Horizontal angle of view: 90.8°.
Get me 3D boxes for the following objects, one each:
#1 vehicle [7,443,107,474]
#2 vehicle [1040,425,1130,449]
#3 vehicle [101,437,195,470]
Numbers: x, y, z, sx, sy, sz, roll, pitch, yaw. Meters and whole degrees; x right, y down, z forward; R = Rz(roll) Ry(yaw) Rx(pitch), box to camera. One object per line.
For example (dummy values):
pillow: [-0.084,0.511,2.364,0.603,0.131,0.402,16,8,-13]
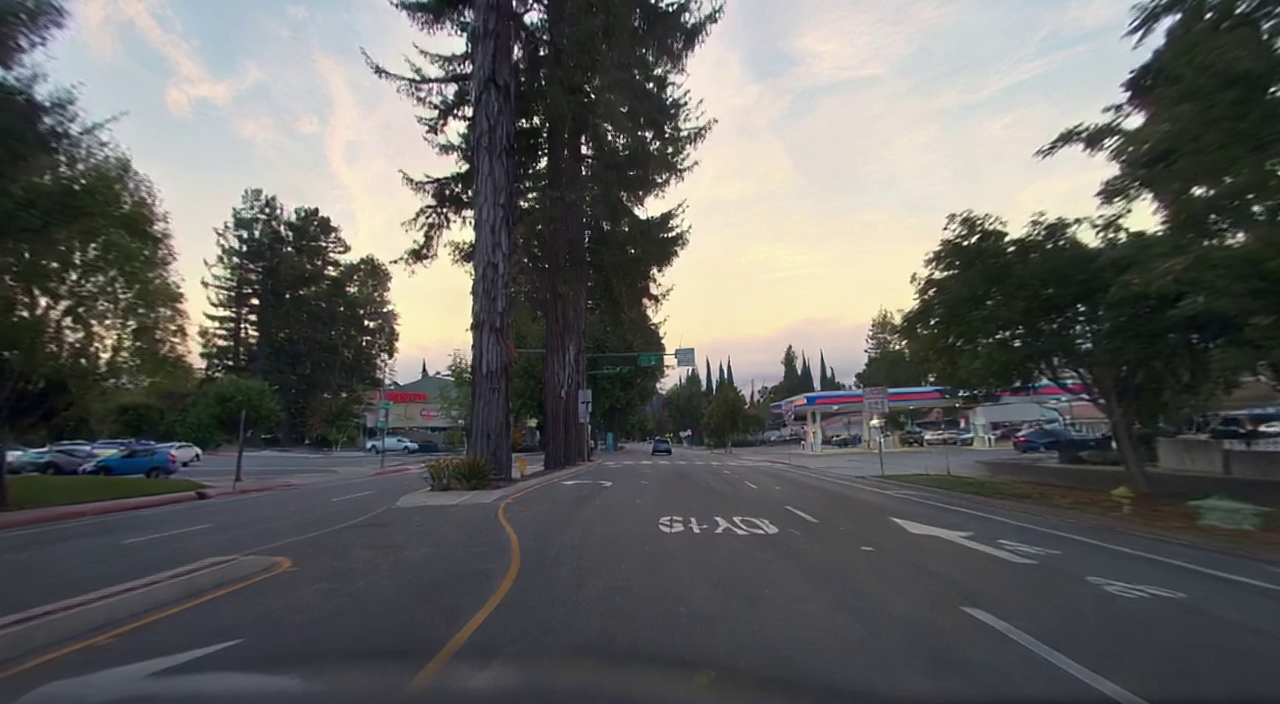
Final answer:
vehicle: [-33.888,6.177,36.759,4.185,1.504,1.956,-4,-8,6]
vehicle: [29.603,5.706,42.108,1.885,1.446,4.469,8,-12,-42]
vehicle: [-32.700,6.739,42.029,4.847,1.872,2.114,-3,-7,8]
